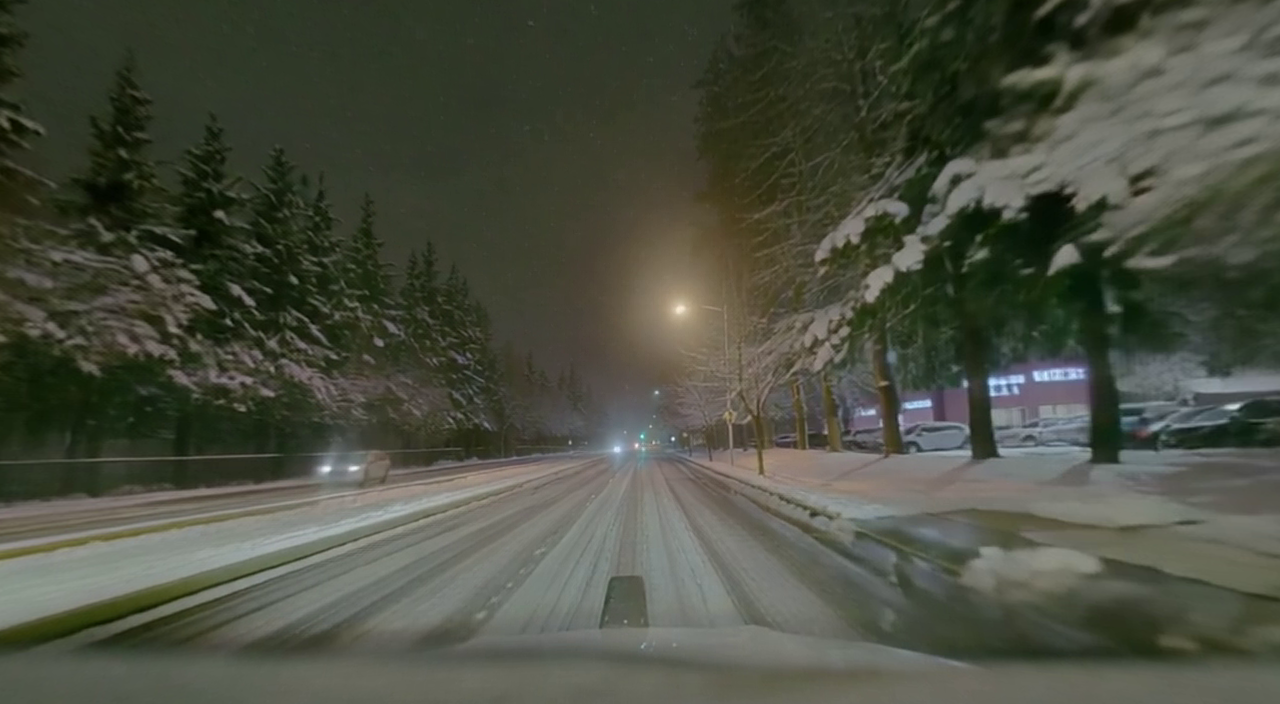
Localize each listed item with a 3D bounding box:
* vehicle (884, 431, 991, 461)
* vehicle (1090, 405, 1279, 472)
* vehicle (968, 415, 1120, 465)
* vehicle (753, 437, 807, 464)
[{"bbox_3d":[14.941,4.729,31.739,4.631,1.384,1.906,-5,-10,32],"label":"vehicle"},{"bbox_3d":[15.314,2.314,16.925,4.952,1.486,2.011,-9,-10,30],"label":"vehicle"},{"bbox_3d":[14.750,3.290,23.168,4.387,1.532,1.930,-9,-12,34],"label":"vehicle"},{"bbox_3d":[8.228,5.865,37.479,2.056,1.449,4.679,-1,-8,-1],"label":"vehicle"}]
